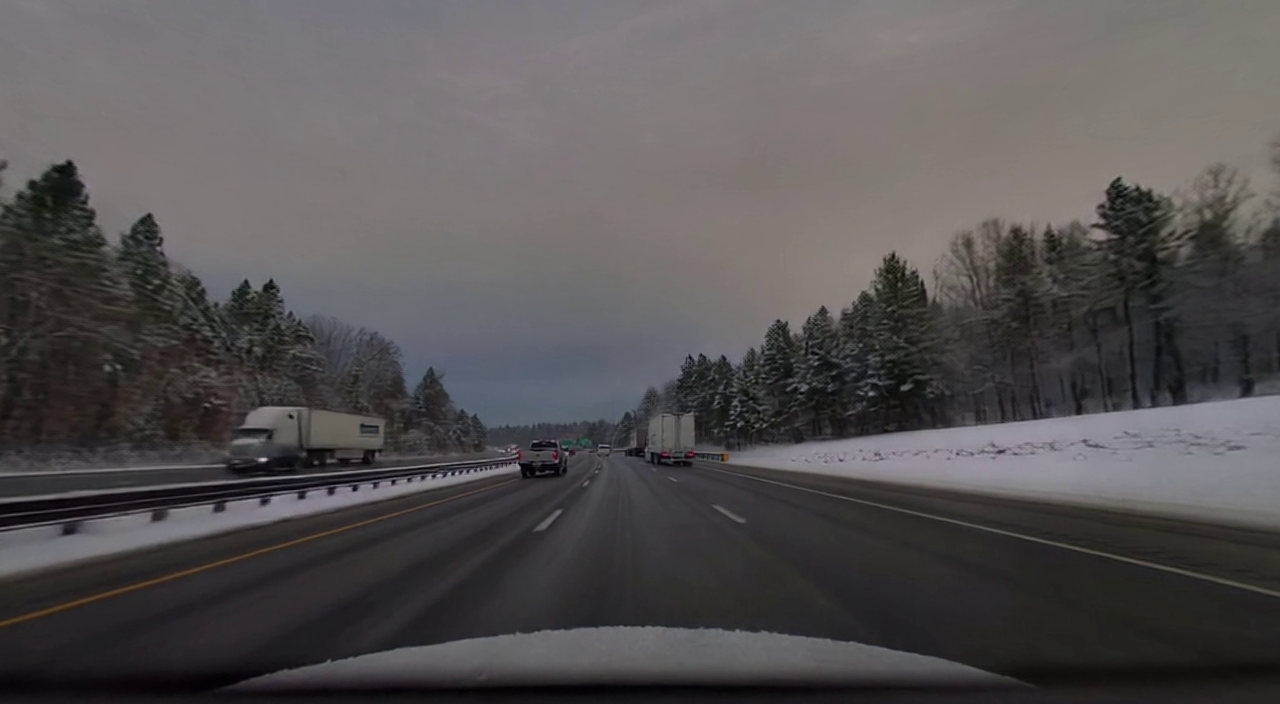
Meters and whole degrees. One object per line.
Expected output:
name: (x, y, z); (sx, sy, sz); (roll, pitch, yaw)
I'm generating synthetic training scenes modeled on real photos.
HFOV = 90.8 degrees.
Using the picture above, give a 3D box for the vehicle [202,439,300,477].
vehicle: (-17.596, 4.817, 28.807); (1.895, 1.582, 4.155); (0, -9, -2)

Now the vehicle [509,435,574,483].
vehicle: (-4.302, 4.769, 28.421); (2.337, 1.942, 4.984); (0, -9, -2)

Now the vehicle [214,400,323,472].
vehicle: (-22.173, 5.104, 38.093); (2.994, 3.966, 5.892); (0, -9, -3)
